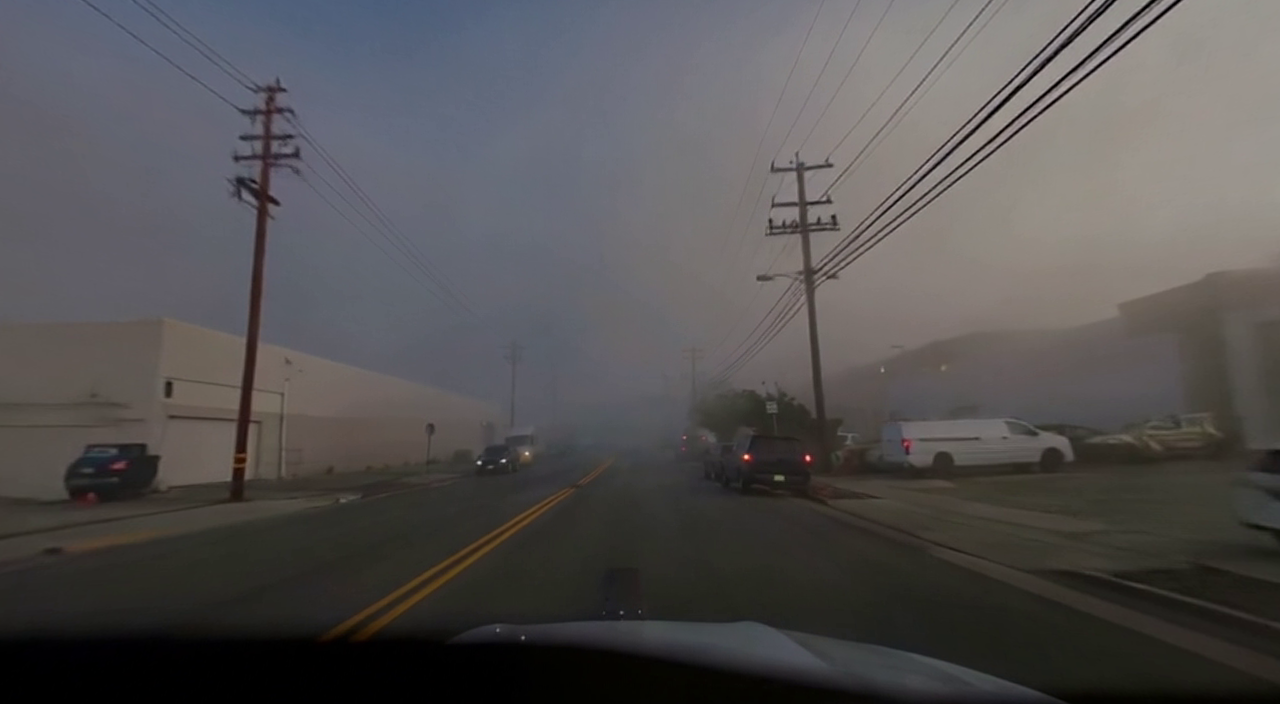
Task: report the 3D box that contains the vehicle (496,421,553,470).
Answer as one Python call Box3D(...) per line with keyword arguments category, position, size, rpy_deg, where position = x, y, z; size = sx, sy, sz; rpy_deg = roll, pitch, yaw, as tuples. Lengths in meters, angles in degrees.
Box3D(category="vehicle", position=(-8.153, 6.716, 45.464), size=(2.832, 3.101, 7.143), rpy_deg=(-1, -8, -1))

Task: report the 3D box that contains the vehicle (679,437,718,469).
Box3D(category="vehicle", position=(3.670, 6.427, 40.442), size=(2.026, 1.857, 4.699), rpy_deg=(1, -9, -1))

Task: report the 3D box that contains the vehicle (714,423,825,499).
Box3D(category="vehicle", position=(3.732, 3.297, 19.596), size=(2.333, 1.967, 6.008), rpy_deg=(0, -9, 2))

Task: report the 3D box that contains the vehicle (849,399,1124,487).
Box3D(category="vehicle", position=(10.949, 2.948, 20.545), size=(7.236, 2.219, 2.674), rpy_deg=(-3, -8, 0))

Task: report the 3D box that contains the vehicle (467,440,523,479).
Box3D(category="vehicle", position=(-7.857, 5.877, 34.687), size=(2.123, 1.802, 4.486), rpy_deg=(-4, -9, -2))
